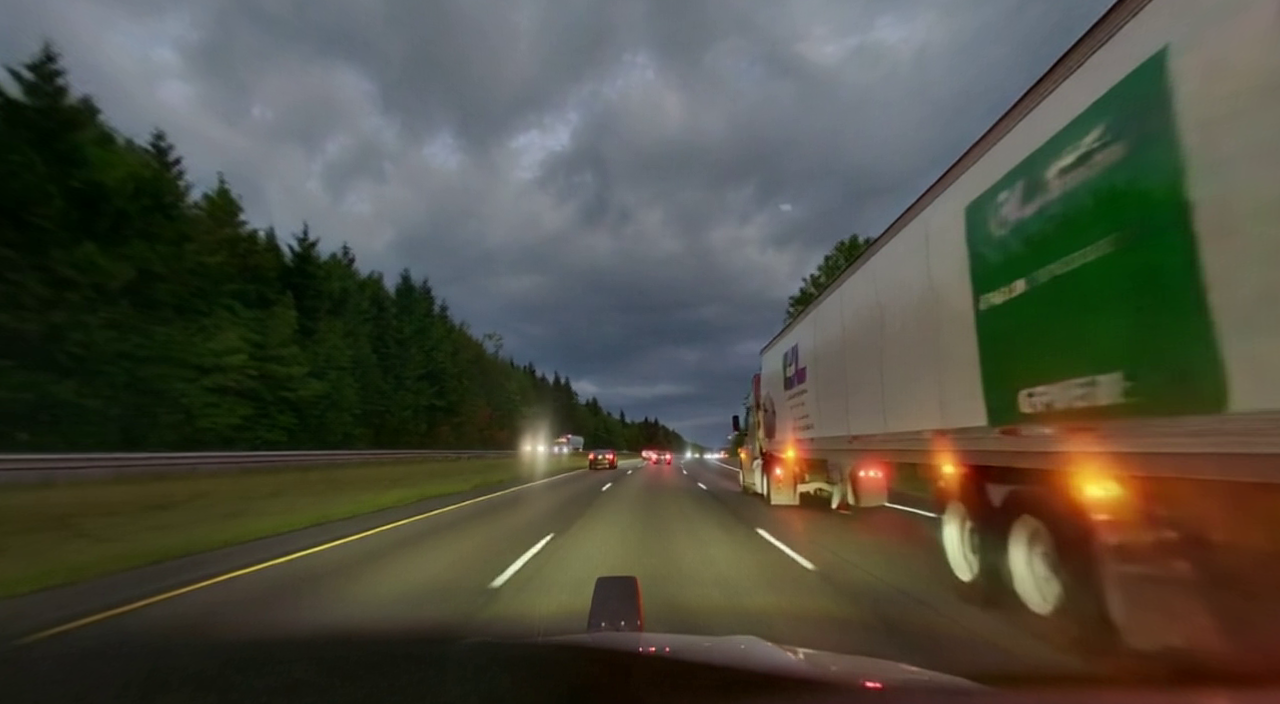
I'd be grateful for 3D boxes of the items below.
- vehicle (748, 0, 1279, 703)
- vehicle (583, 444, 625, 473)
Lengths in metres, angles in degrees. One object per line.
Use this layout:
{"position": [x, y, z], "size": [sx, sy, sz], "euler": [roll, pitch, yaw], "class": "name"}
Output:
{"position": [4.326, 0.663, 8.657], "size": [3.057, 3.993, 13.914], "euler": [0, -9, -1], "class": "vehicle"}
{"position": [-2.237, 6.753, 40.075], "size": [2.205, 1.728, 4.397], "euler": [-1, -9, 3], "class": "vehicle"}
